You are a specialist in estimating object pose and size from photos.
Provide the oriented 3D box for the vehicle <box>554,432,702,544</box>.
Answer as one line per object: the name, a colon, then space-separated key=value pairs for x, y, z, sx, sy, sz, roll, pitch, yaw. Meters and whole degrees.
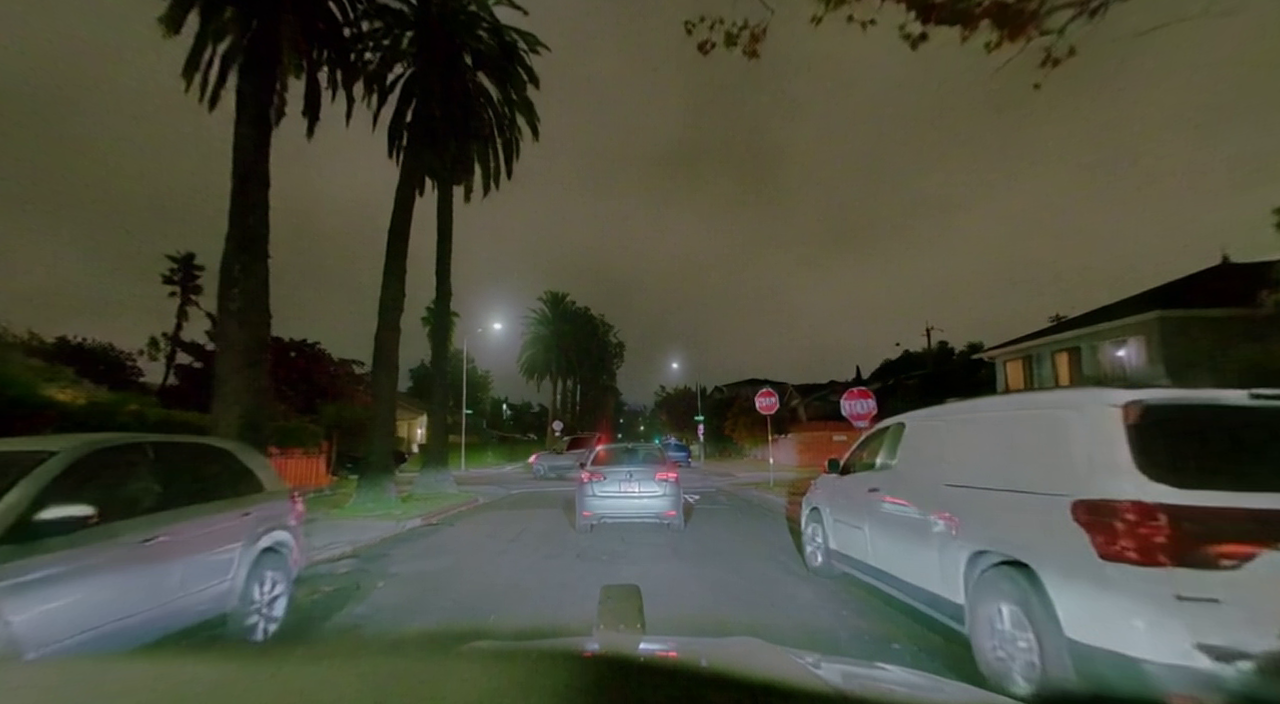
vehicle: x=-0.152 y=2.165 z=10.659 sx=2.010 sy=1.499 sz=4.107 roll=0 pitch=-9 yaw=0

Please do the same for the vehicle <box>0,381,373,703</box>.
vehicle: x=-3.377 y=1.118 z=3.494 sx=1.965 sy=1.657 sz=4.104 roll=0 pitch=-8 yaw=0

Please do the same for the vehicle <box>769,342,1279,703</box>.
vehicle: x=2.596 y=1.209 z=4.999 sx=2.179 sy=1.813 sz=4.815 roll=0 pitch=-8 yaw=1
